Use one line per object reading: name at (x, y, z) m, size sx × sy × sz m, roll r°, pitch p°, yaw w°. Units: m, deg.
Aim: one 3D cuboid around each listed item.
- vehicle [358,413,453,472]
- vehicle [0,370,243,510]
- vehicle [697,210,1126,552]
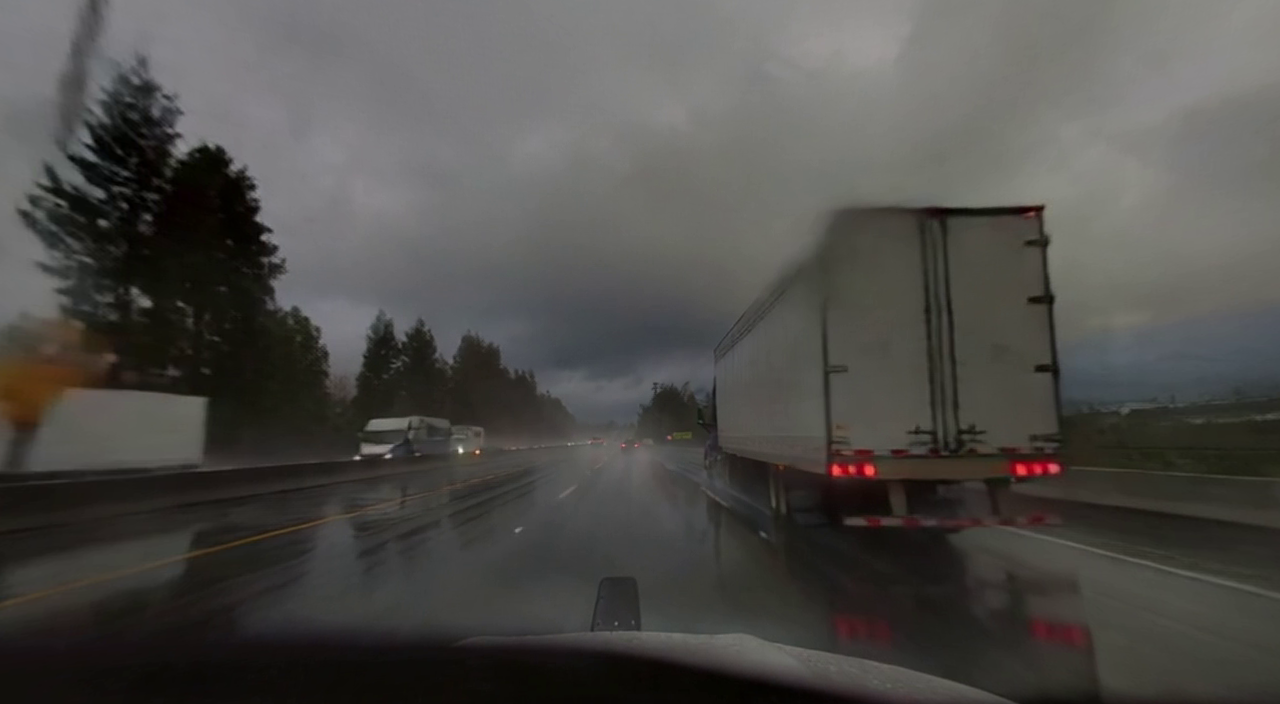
vehicle at (-15.996, 6.265, 43.900) m, size 3.185 × 3.633 × 9.159 m, roll 0°, pitch -8°, yaw -1°
vehicle at (-19.742, 3.100, 22.059) m, size 2.868 × 3.944 × 13.594 m, roll -1°, pitch -8°, yaw 0°
vehicle at (3.905, 1.253, 14.804) m, size 3.489 × 4.211 × 14.193 m, roll 0°, pitch -8°, yaw -1°
